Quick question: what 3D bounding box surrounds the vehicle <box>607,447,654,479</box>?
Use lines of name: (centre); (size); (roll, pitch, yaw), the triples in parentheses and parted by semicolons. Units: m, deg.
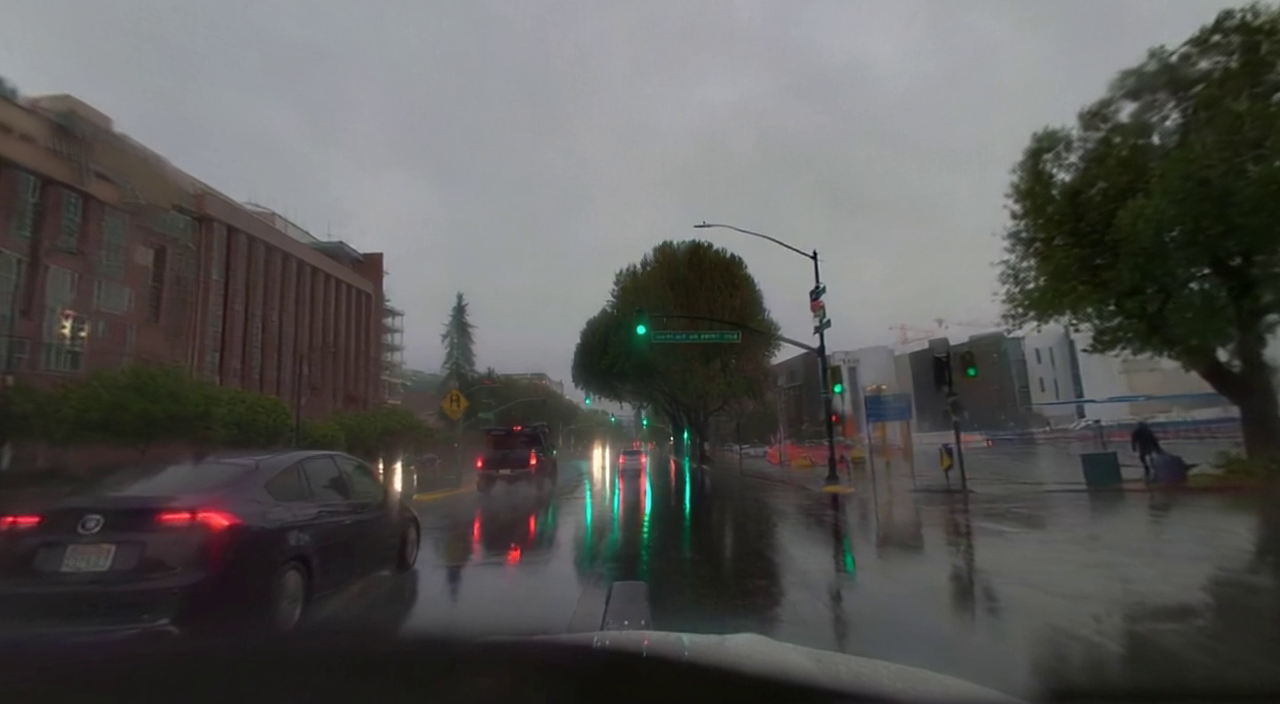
vehicle: (-0.476, 5.382, 30.833); (2.171, 1.422, 4.146); (0, -9, -1)

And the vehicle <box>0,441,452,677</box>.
vehicle: (-3.501, 1.597, 6.134); (1.959, 1.406, 4.527); (0, -9, 0)

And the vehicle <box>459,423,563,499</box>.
vehicle: (-3.852, 3.359, 19.772); (2.240, 2.054, 4.662); (0, -9, 1)
